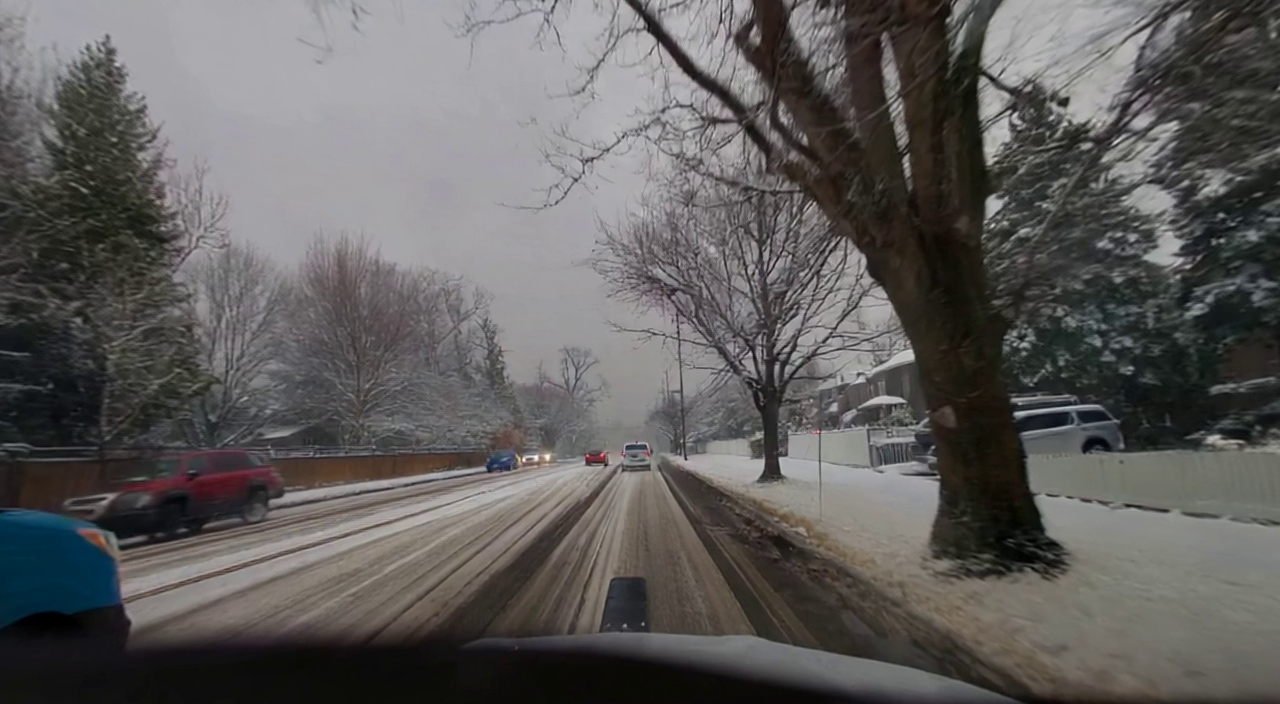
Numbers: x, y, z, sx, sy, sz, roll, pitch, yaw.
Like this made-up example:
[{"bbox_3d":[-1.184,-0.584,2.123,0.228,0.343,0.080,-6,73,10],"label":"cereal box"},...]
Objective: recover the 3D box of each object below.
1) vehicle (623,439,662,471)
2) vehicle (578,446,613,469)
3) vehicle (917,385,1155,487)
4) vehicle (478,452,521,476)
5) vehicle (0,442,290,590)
[{"bbox_3d":[0.158,5.902,36.192,2.120,1.718,3.909,0,-8,0],"label":"vehicle"},{"bbox_3d":[-2.962,7.145,43.016,1.968,1.472,4.489,0,-8,2],"label":"vehicle"},{"bbox_3d":[8.942,1.957,14.568,3.992,1.722,1.911,-7,-9,2],"label":"vehicle"},{"bbox_3d":[-9.741,7.812,44.120,1.879,1.494,4.445,-1,-8,2],"label":"vehicle"},{"bbox_3d":[-7.534,2.219,9.470,1.977,1.680,4.245,-1,-8,2],"label":"vehicle"}]
